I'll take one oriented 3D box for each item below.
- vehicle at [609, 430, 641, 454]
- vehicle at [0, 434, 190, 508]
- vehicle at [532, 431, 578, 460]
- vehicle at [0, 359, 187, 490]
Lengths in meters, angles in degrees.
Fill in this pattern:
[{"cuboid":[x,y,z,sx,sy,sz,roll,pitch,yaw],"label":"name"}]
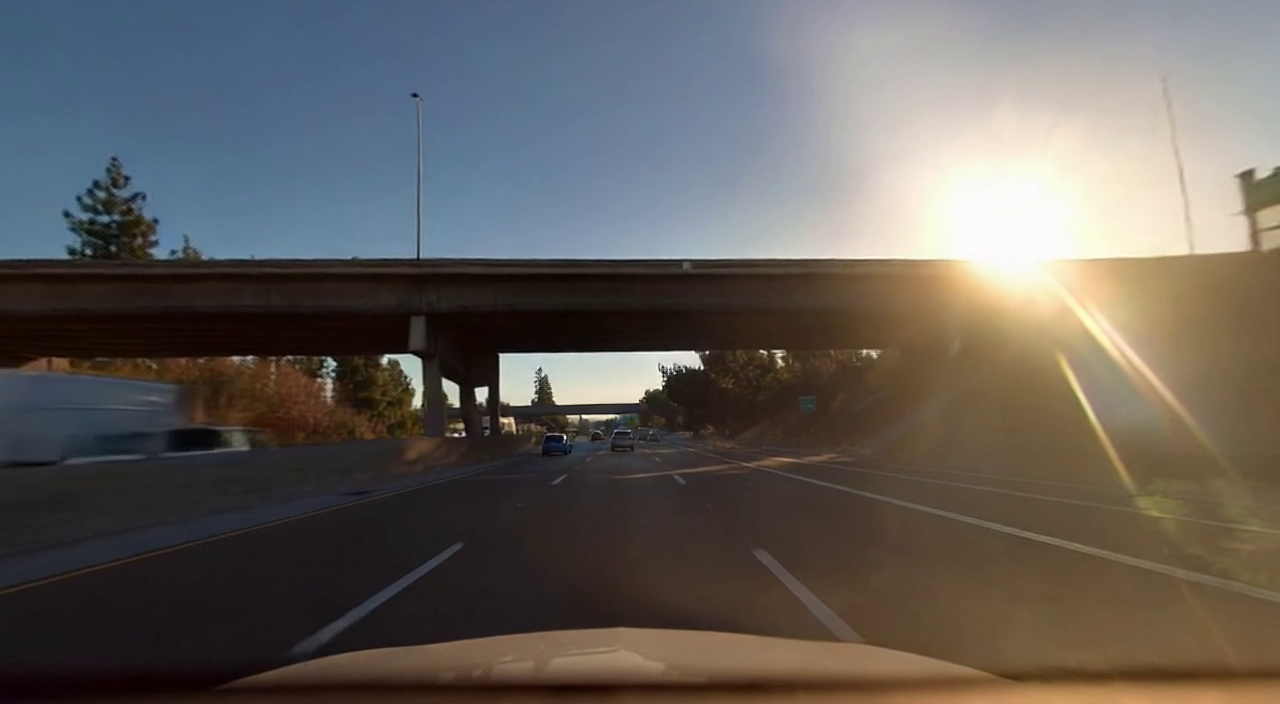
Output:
[{"cuboid":[-1.018,6.302,44.170,2.116,1.625,4.004,0,-8,0],"label":"vehicle"},{"cuboid":[-12.843,2.656,14.612,1.875,1.479,3.819,0,-8,0],"label":"vehicle"},{"cuboid":[-4.792,5.342,36.209,2.017,1.537,4.496,0,-8,0],"label":"vehicle"},{"cuboid":[-20.496,2.531,21.447,2.968,3.835,9.465,0,-8,0],"label":"vehicle"}]
